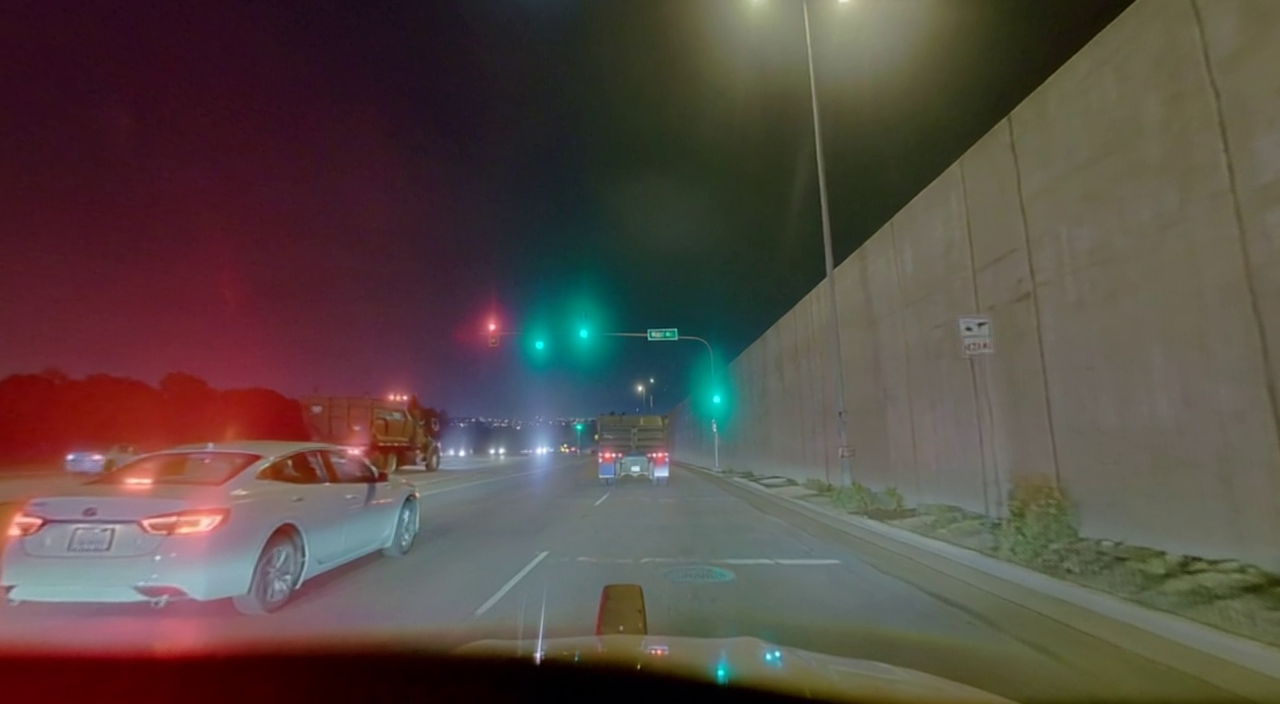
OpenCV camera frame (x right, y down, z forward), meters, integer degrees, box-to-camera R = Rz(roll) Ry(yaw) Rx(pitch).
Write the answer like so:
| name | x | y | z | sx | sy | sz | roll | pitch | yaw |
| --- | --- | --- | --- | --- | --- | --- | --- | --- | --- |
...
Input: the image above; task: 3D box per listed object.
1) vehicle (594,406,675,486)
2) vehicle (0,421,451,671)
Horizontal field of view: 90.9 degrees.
| name | x | y | z | sx | sy | sz | roll | pitch | yaw |
| --- | --- | --- | --- | --- | --- | --- | --- | --- | --- |
| vehicle | -0.219 | 3.123 | 21.051 | 2.355 | 2.305 | 5.336 | 0 | -8 | -1 |
| vehicle | -3.731 | 1.525 | 6.342 | 2.019 | 1.480 | 4.966 | 0 | -8 | 1 |
